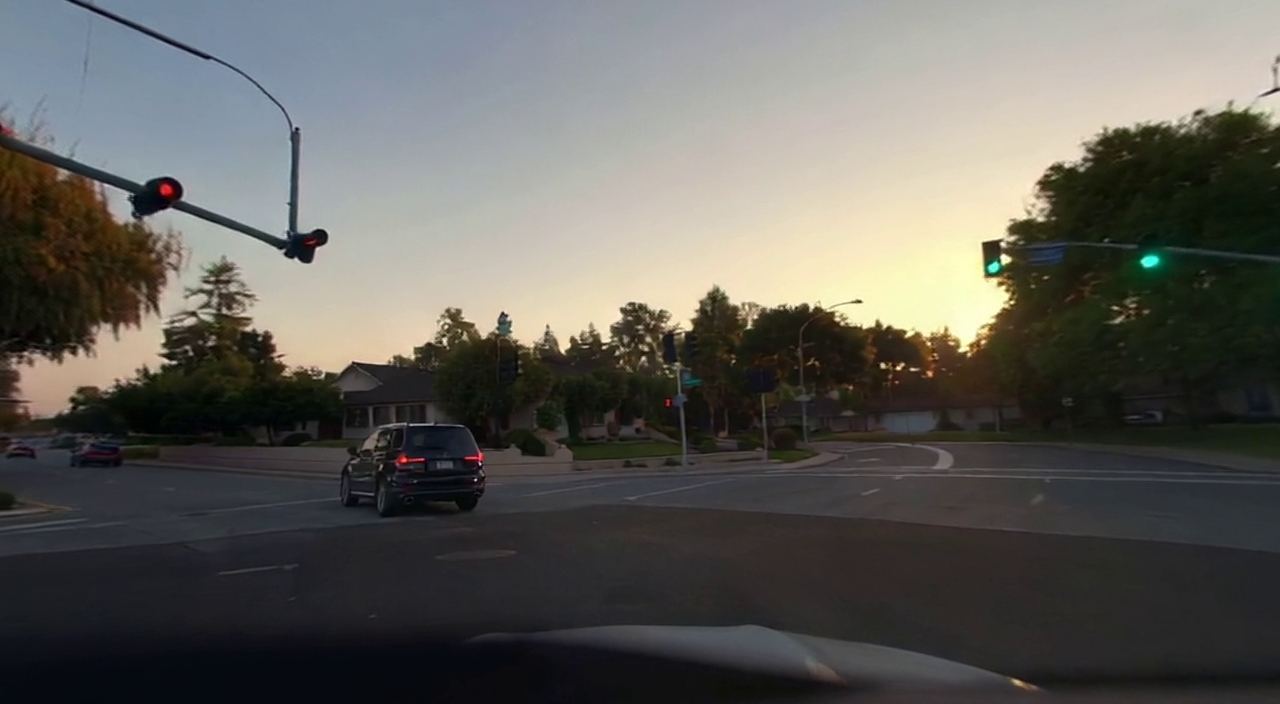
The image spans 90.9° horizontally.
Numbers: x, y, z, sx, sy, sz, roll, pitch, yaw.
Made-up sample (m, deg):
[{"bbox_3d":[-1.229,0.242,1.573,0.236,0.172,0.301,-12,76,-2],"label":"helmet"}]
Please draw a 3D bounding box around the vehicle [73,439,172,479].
[{"bbox_3d":[-20.979,4.275,25.497,4.558,1.433,1.983,-6,-9,37],"label":"vehicle"}]

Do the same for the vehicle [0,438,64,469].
[{"bbox_3d":[-32.578,5.367,33.602,3.759,1.520,1.854,-6,-9,35],"label":"vehicle"}]

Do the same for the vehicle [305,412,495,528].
[{"bbox_3d":[-4.982,2.215,12.654,2.141,1.833,4.704,5,-9,-38],"label":"vehicle"}]
